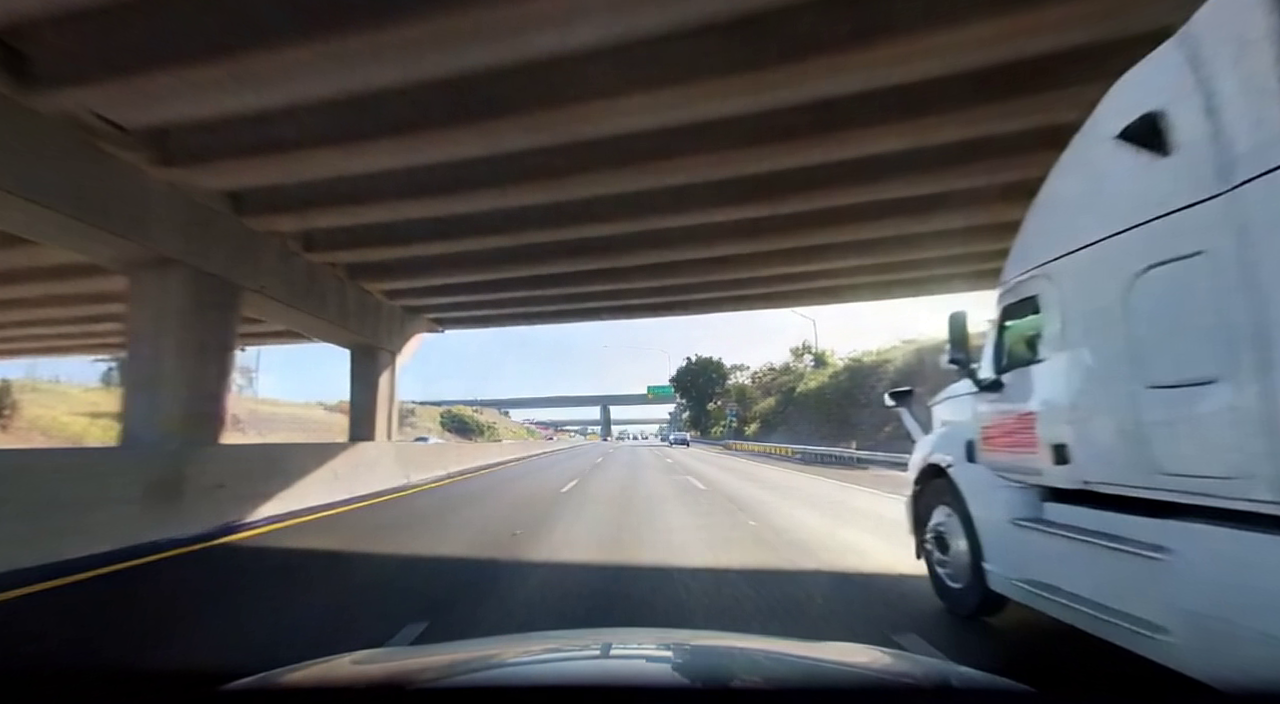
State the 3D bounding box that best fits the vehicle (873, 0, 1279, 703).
[{"bbox_3d":[3.830,-0.083,2.872,2.966,3.986,6.223,0,-8,-1],"label":"vehicle"}]
